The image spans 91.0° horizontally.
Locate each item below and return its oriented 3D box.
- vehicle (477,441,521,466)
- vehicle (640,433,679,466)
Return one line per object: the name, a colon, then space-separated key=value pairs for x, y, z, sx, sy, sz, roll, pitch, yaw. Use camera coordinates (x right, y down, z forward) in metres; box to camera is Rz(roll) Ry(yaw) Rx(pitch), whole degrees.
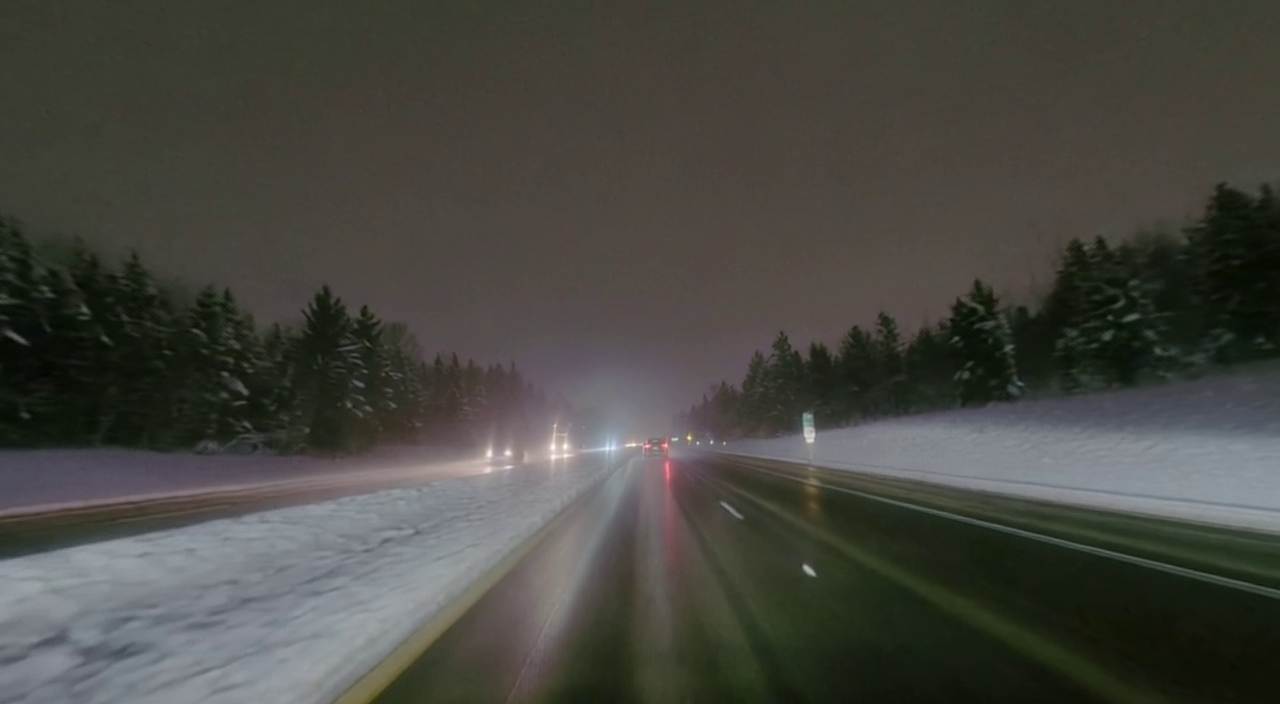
vehicle: x=-9.283 y=6.703 z=41.748 sx=1.850 sy=1.523 sz=4.054 roll=0 pitch=-8 yaw=1
vehicle: x=1.206 y=6.054 z=39.268 sx=2.301 sy=1.944 sz=4.554 roll=0 pitch=-8 yaw=2
